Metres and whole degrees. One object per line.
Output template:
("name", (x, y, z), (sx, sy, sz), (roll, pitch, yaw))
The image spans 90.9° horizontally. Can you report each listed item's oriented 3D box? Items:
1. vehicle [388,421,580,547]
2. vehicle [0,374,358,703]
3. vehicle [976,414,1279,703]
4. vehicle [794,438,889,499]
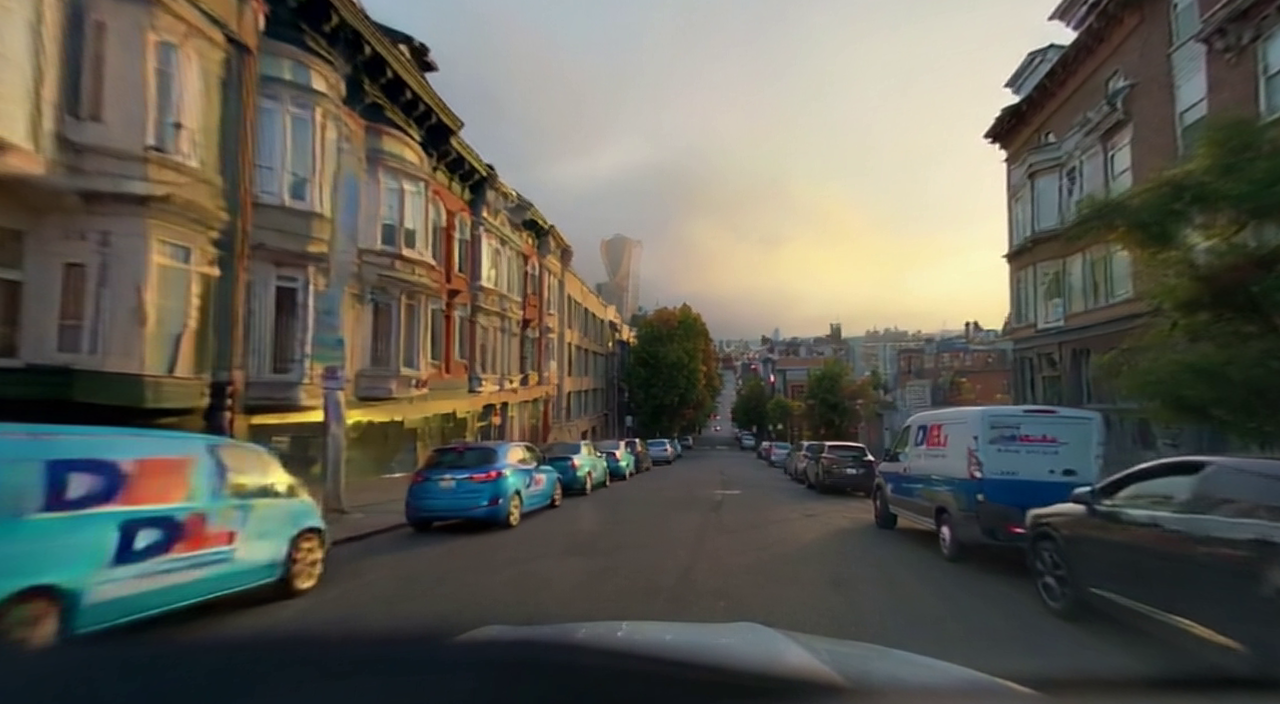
("vehicle", (-2.362, 2.026, 10.691), (1.867, 1.519, 3.920), (1, -4, 6))
("vehicle", (-3.552, 1.073, 3.988), (1.875, 1.564, 2.982), (-2, -8, 7))
("vehicle", (3.984, 1.164, 3.786), (1.834, 1.508, 4.743), (-1, -8, 7))
("vehicle", (5.694, 3.277, 18.249), (1.896, 1.549, 3.845), (-1, -8, 7))
